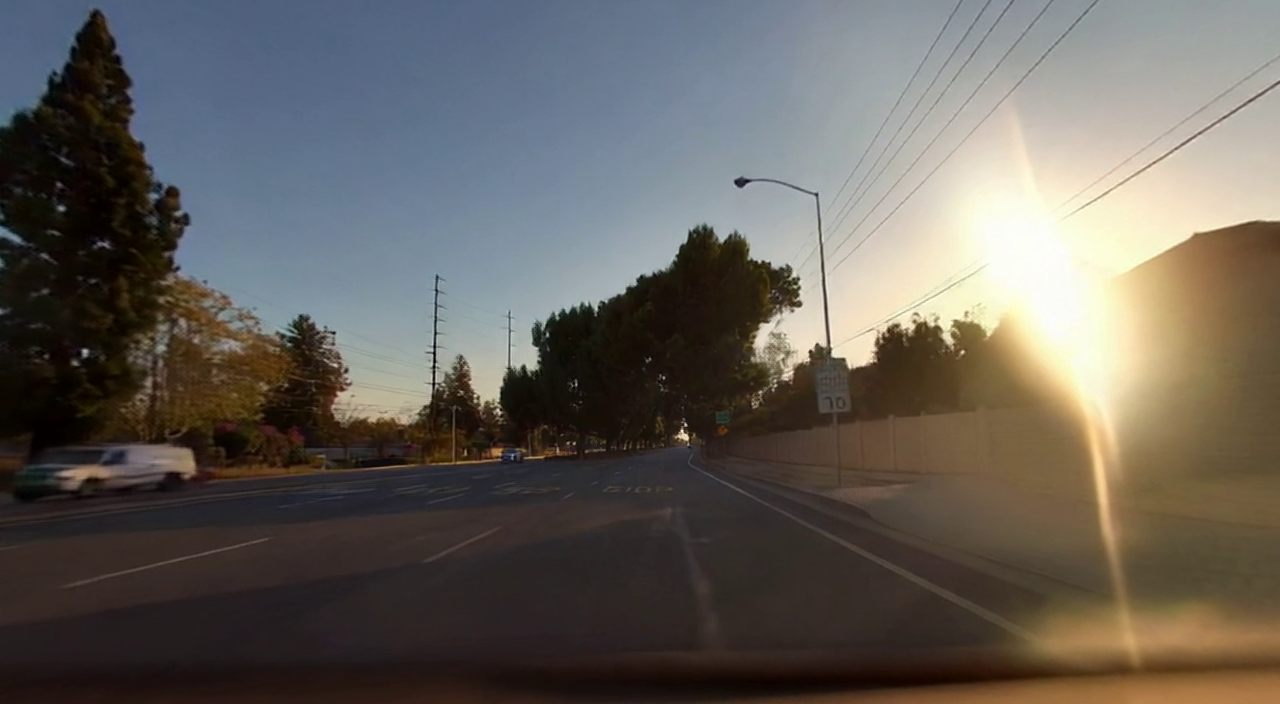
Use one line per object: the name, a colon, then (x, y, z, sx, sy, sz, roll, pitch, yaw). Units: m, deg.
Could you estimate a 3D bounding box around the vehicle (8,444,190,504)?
vehicle: (-16.528, 3.693, 19.642, 1.925, 1.649, 4.010, -1, -8, 4)
